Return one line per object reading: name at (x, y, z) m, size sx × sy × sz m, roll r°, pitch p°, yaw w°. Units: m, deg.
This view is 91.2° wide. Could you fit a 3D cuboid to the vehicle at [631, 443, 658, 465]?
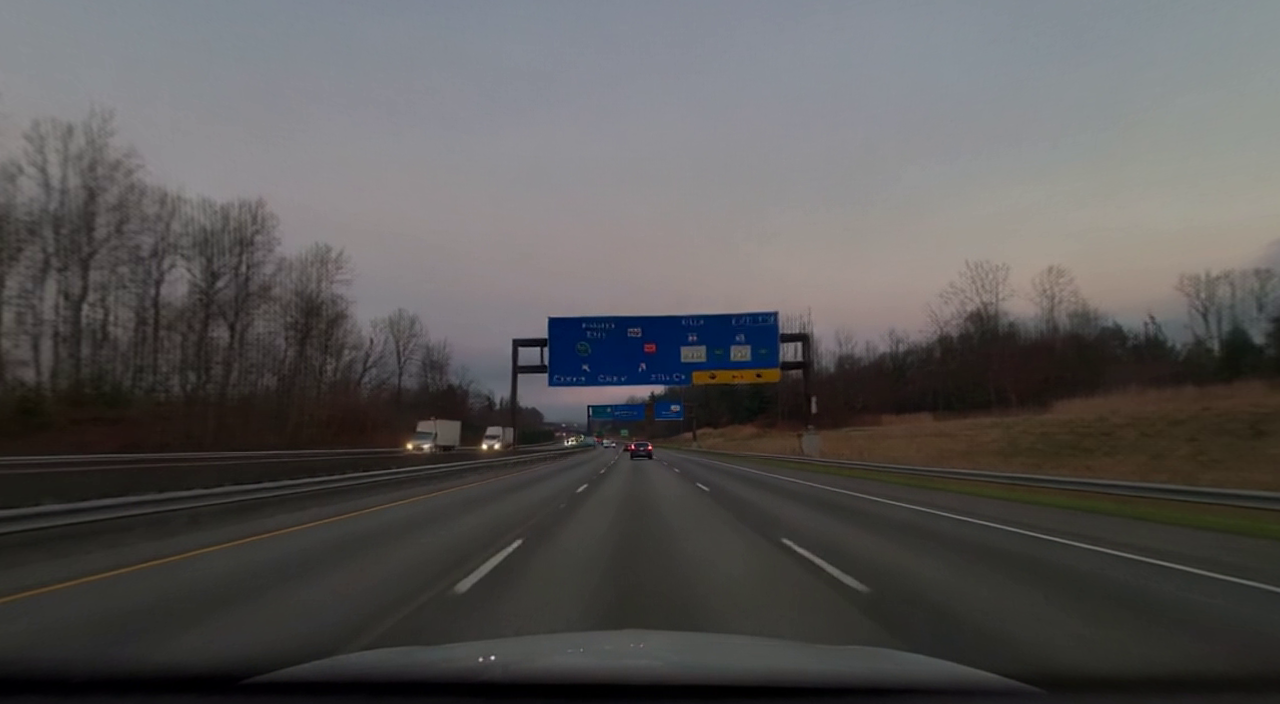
vehicle at (0.302, 7.139, 44.120) m, size 1.859 × 1.478 × 3.799 m, roll 0°, pitch -8°, yaw 0°
